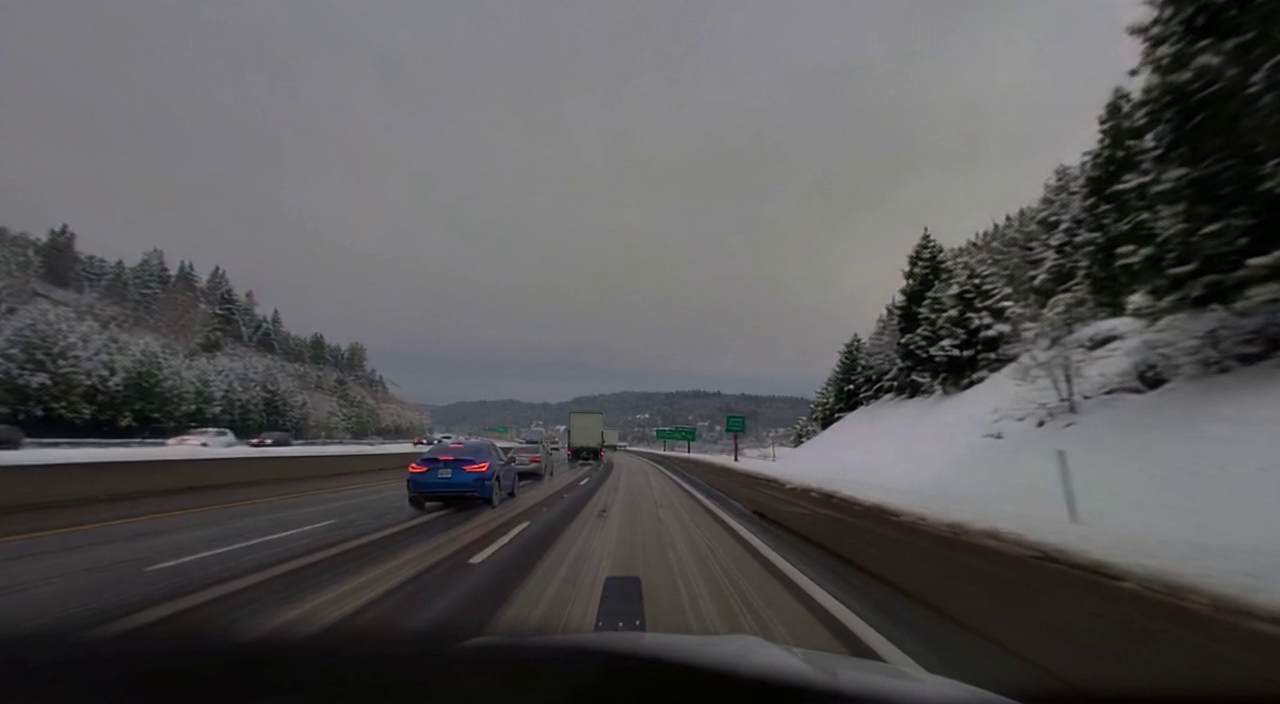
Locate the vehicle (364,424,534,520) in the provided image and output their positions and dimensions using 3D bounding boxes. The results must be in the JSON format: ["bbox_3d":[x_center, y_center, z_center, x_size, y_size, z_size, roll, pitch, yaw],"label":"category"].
[{"bbox_3d":[-3.818,2.506,13.658,2.180,1.685,4.668,0,-9,0],"label":"vehicle"}]

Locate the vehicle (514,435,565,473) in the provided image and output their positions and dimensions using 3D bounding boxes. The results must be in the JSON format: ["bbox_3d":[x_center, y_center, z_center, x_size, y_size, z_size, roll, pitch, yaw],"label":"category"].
[{"bbox_3d":[-5.052,5.191,32.193,2.081,1.740,4.268,1,-9,-2],"label":"vehicle"}]
